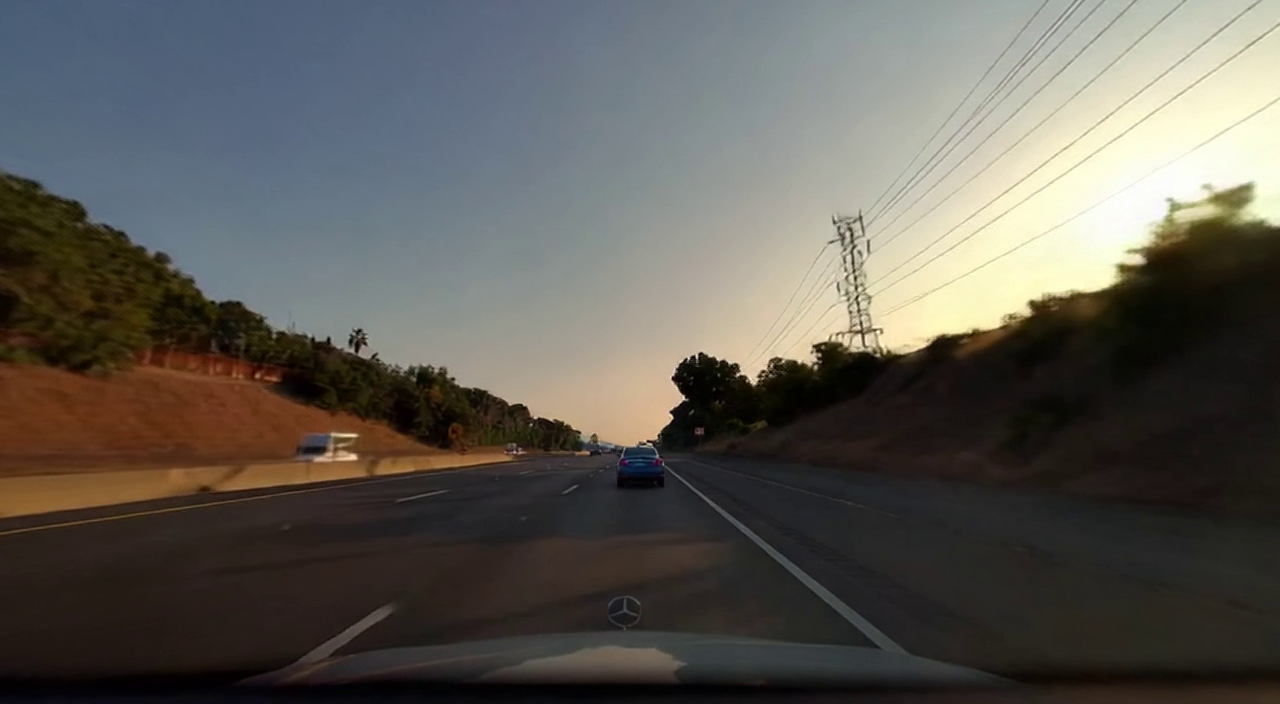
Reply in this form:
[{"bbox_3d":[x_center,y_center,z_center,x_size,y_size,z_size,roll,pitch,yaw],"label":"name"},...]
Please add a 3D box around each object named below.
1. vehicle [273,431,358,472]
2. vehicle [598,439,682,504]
[{"bbox_3d":[-20.080,6.212,39.371,2.171,2.310,5.769,0,-9,1],"label":"vehicle"},{"bbox_3d":[-0.039,3.118,16.868,1.966,1.499,4.298,0,-9,-1],"label":"vehicle"}]
